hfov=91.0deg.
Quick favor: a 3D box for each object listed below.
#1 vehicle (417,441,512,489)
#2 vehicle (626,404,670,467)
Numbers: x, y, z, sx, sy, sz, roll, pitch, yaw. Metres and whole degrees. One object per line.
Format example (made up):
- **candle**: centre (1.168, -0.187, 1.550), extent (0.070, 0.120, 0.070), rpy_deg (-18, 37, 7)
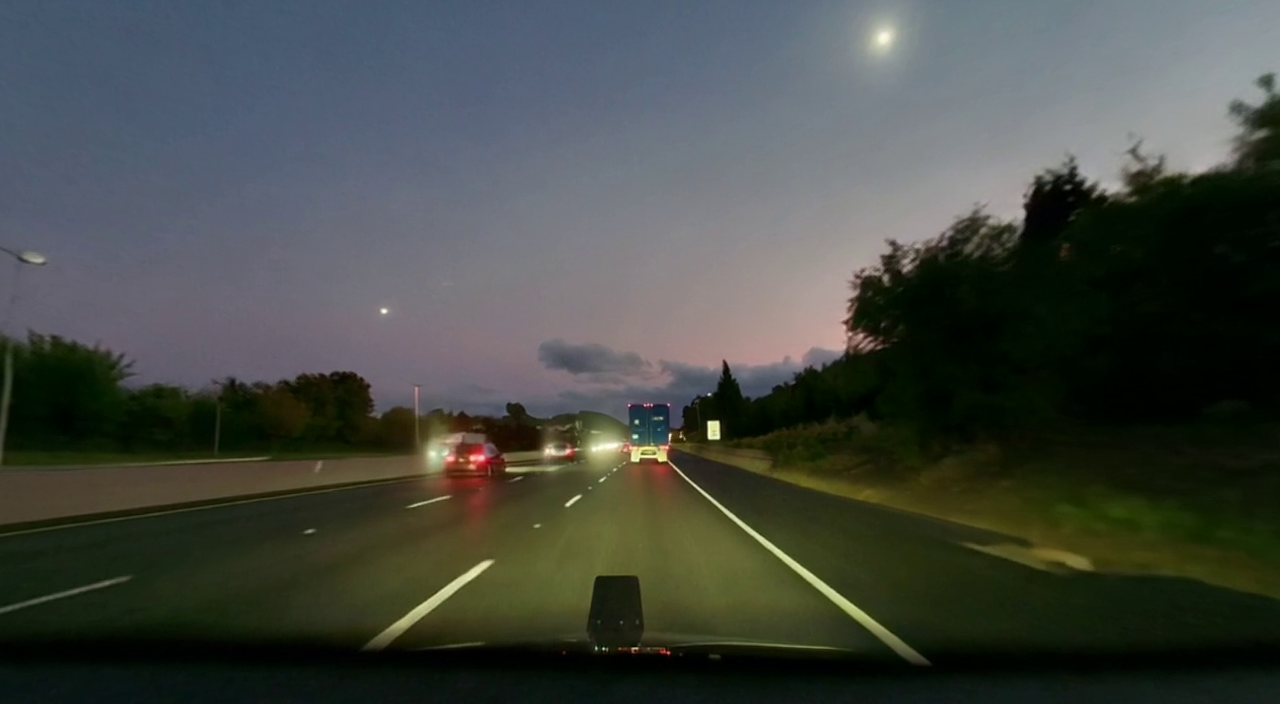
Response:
- **vehicle**: centre (-6.133, 3.987, 22.662), extent (2.017, 1.517, 4.766), rpy_deg (0, -9, 0)
- **vehicle**: centre (0.653, 6.695, 49.502), extent (2.918, 4.124, 14.567), rpy_deg (0, -9, 1)
